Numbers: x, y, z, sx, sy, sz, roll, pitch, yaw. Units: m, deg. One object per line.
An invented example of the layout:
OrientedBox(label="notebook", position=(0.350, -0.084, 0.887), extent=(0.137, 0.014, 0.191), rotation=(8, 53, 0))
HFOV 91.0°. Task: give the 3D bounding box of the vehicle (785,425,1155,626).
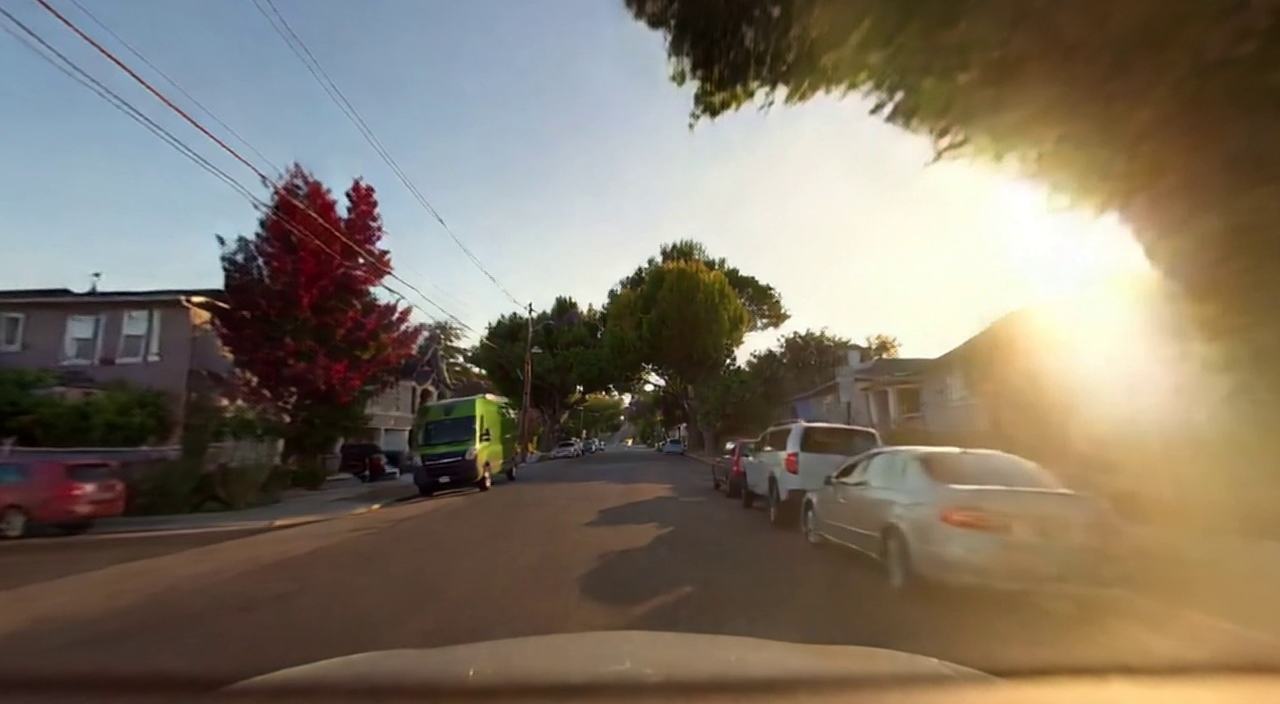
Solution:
OrientedBox(label="vehicle", position=(3.333, 1.816, 7.701), extent=(2.010, 1.661, 4.615), rotation=(-1, -8, 0))

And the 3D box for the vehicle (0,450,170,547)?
OrientedBox(label="vehicle", position=(-13.232, 3.221, 13.532), extent=(4.341, 1.728, 2.161), rotation=(-2, -16, -5))

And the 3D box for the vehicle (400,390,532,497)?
OrientedBox(label="vehicle", position=(-6.645, 3.560, 25.470), extent=(3.115, 3.562, 7.695), rotation=(-2, -7, 0))
